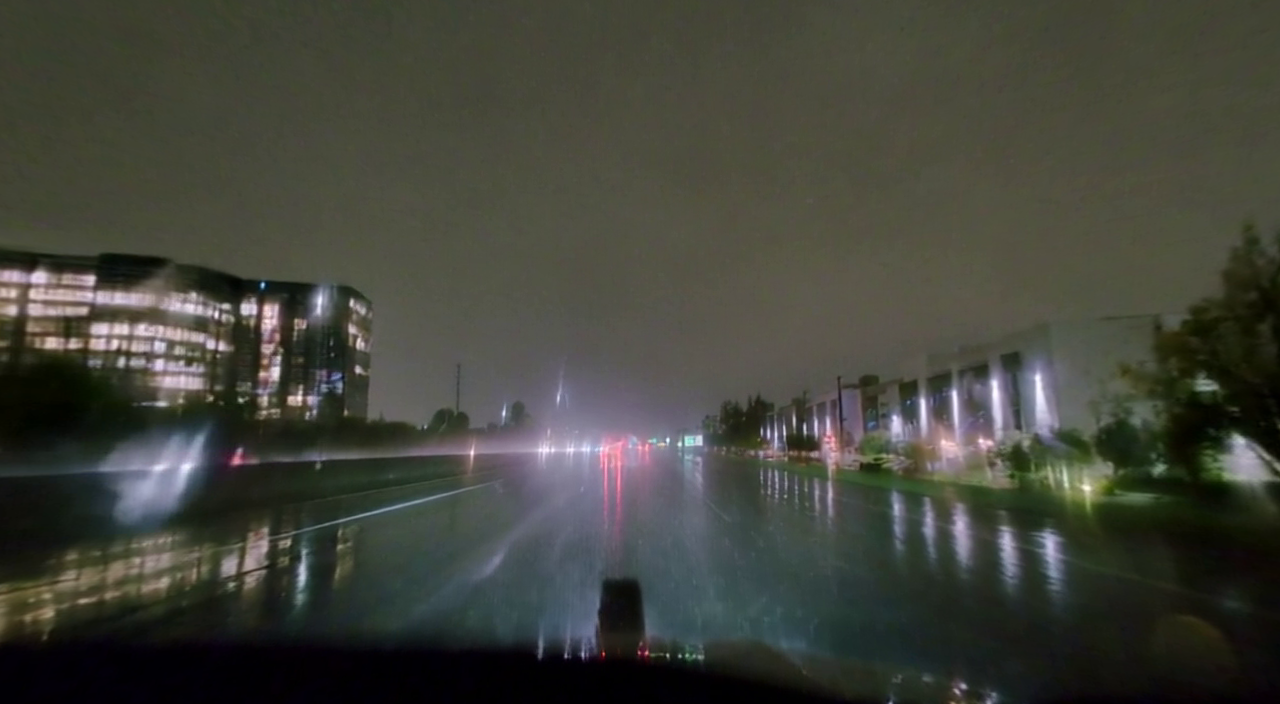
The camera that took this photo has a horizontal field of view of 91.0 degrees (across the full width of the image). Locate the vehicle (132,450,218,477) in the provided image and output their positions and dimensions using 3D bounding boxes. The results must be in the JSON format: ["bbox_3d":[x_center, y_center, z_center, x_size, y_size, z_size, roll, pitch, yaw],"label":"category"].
[{"bbox_3d":[-28.797,6.897,39.161,1.859,1.499,4.471,0,-9,1],"label":"vehicle"}]
